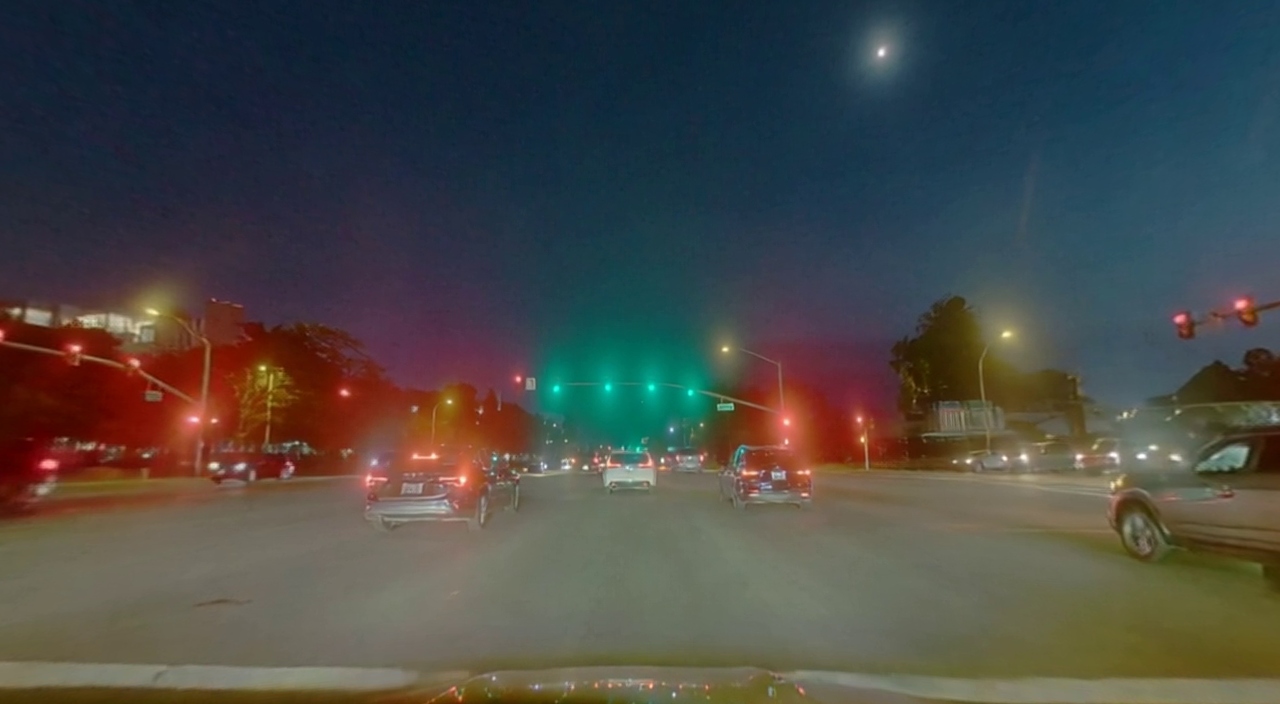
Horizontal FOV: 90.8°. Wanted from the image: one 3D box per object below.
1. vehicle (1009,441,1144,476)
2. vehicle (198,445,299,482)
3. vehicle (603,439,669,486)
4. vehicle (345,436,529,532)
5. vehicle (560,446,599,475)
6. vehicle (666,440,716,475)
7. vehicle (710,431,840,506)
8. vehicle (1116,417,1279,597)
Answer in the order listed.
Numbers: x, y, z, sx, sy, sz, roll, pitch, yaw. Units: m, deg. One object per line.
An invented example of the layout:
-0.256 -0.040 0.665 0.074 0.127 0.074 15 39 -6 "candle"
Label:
19.468 4.742 28.290 4.620 1.446 1.950 0 -8 -2 "vehicle"
-17.939 5.102 29.262 1.857 1.511 4.399 0 -8 0 "vehicle"
-0.161 3.811 22.086 2.098 1.461 3.958 0 -8 -1 "vehicle"
-3.566 2.393 12.154 2.045 1.463 4.490 0 -8 0 "vehicle"
-3.785 6.912 40.526 2.033 1.714 4.278 0 -8 1 "vehicle"
2.666 5.667 34.242 2.138 1.778 4.422 0 -8 -2 "vehicle"
3.115 2.805 15.754 1.996 1.566 4.917 0 -8 -2 "vehicle"
6.566 1.260 4.887 1.959 1.553 4.809 0 -8 -1 "vehicle"
